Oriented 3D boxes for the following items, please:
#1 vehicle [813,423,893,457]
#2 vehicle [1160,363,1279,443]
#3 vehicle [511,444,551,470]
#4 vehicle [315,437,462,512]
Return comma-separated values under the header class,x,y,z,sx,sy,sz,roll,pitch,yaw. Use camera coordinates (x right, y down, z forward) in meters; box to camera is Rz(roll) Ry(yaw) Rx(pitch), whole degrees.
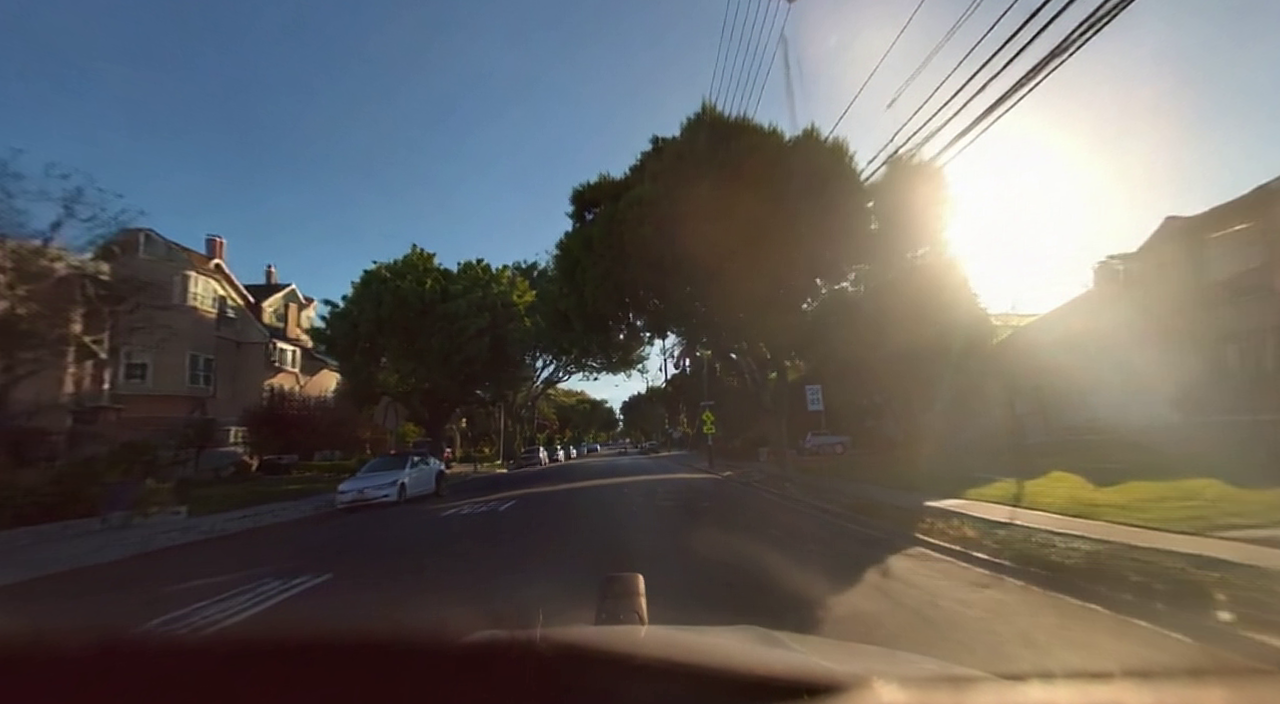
class,x,y,z,sx,sy,sz,roll,pitch,yaw
vehicle,13.031,5.411,38.700,4.145,1.767,1.880,-8,-9,29
vehicle,30.470,2.512,30.179,2.916,3.552,9.445,0,-8,-2
vehicle,-7.453,7.214,43.539,2.041,1.587,3.920,-2,-8,0
vehicle,-6.924,3.391,18.167,2.162,1.757,5.201,-2,-8,-1
